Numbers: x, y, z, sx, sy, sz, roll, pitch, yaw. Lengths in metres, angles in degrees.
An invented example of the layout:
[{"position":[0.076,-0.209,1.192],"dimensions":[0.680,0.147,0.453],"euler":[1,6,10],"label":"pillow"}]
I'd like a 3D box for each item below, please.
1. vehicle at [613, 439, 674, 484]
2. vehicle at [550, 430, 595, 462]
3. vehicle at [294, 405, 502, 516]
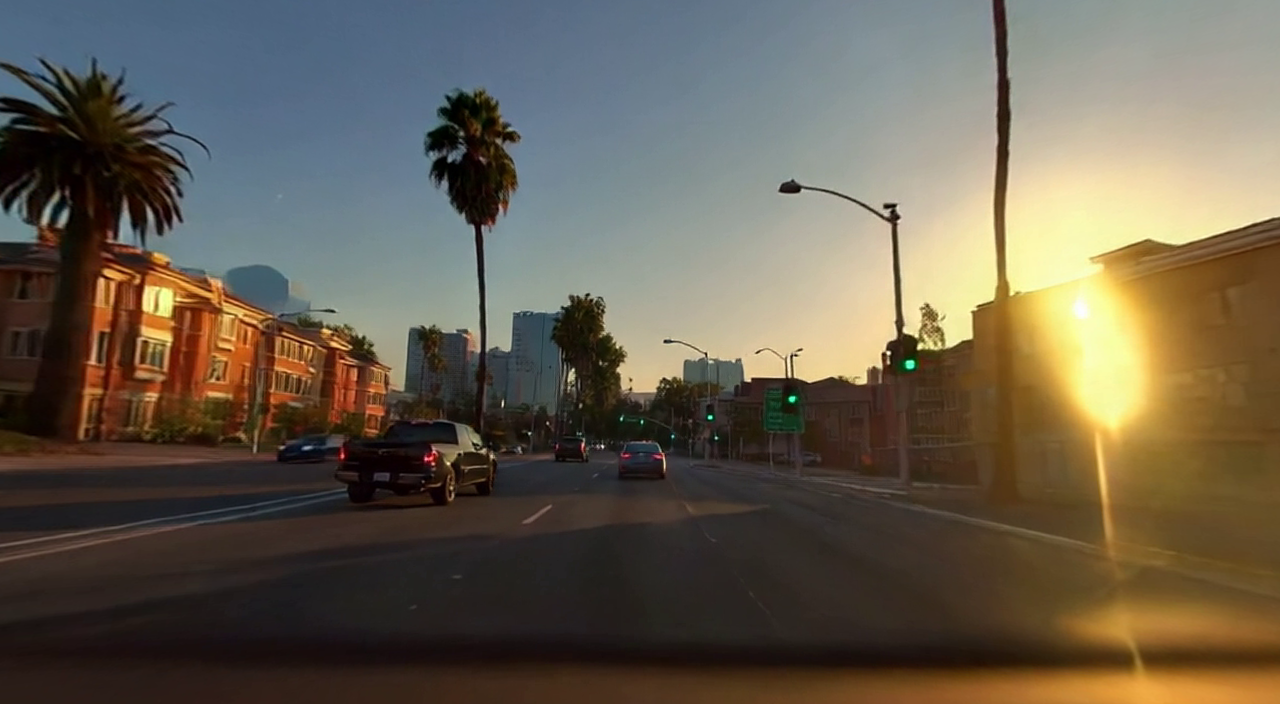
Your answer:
[{"position":[0.140,4.121,23.962],"dimensions":[2.122,1.562,4.152],"euler":[0,-8,0],"label":"vehicle"},{"position":[-4.638,6.648,44.294],"dimensions":[2.447,2.062,5.911],"euler":[0,-8,1],"label":"vehicle"},{"position":[-4.860,2.329,13.973],"dimensions":[2.187,1.904,6.103],"euler":[0,-8,0],"label":"vehicle"}]
